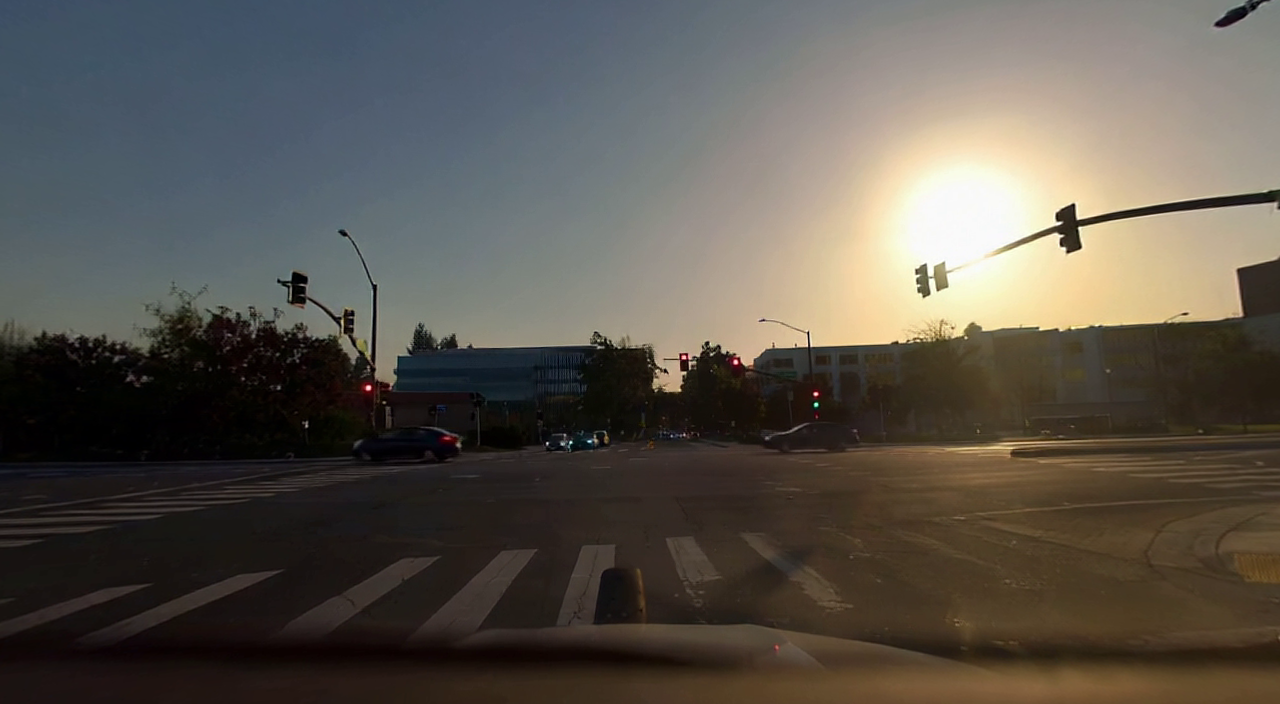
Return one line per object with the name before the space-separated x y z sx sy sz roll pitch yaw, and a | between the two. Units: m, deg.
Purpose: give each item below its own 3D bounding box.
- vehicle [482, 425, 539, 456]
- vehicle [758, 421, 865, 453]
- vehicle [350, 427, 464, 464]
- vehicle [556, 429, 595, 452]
vehicle | -8.298 5.741 40.899 2.000 1.864 5.044 -1 -9 8
vehicle | 8.135 4.080 30.113 4.510 1.431 1.884 1 -9 -8
vehicle | -10.235 4.137 27.999 4.407 1.569 1.859 1 -9 -8
vehicle | -4.388 6.168 43.773 1.919 1.467 4.086 -1 -9 5
